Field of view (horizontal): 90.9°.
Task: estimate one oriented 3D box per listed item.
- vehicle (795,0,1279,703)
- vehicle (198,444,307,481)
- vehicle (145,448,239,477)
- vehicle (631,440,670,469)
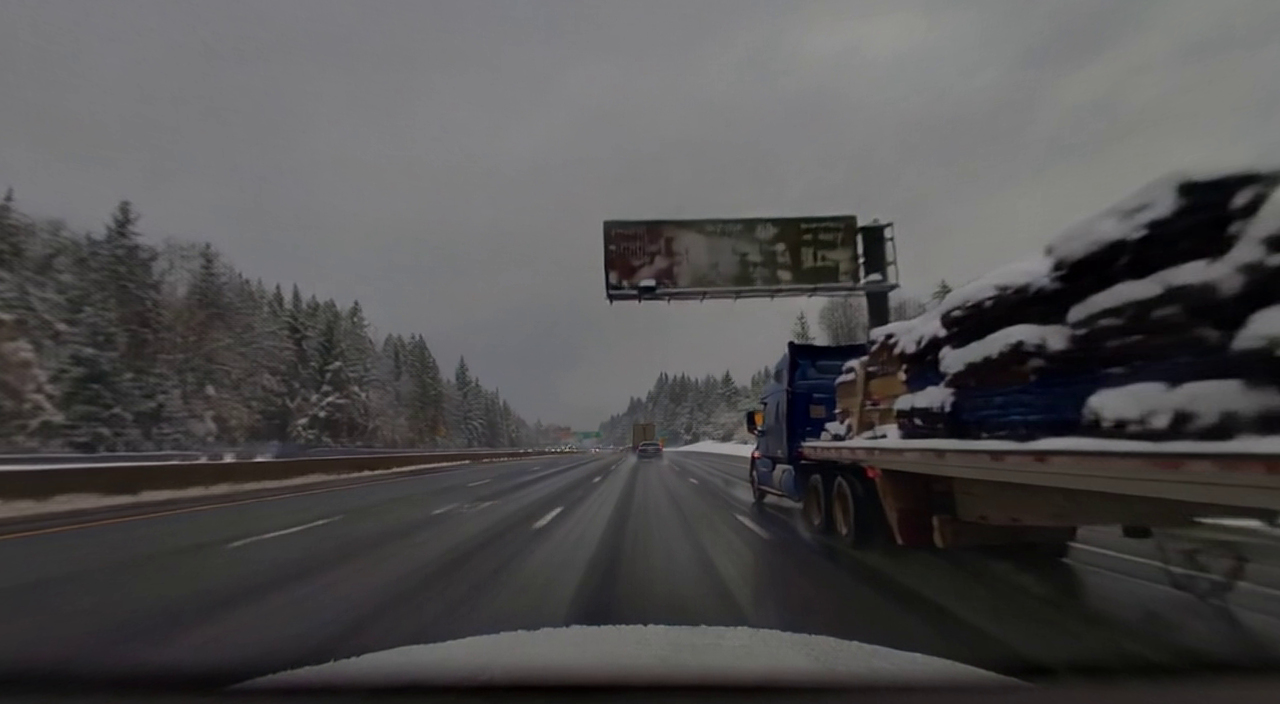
[{"bbox_3d":[4.112,0.010,1.781,2.917,3.179,18.723,0,-8,1],"label":"vehicle"},{"bbox_3d":[-17.149,4.887,28.262,1.867,1.475,4.682,0,-8,1],"label":"vehicle"},{"bbox_3d":[-25.059,6.175,35.507,1.890,1.515,4.485,0,-8,1],"label":"vehicle"},{"bbox_3d":[0.562,5.725,35.354,2.042,1.528,4.300,0,-8,0],"label":"vehicle"}]
